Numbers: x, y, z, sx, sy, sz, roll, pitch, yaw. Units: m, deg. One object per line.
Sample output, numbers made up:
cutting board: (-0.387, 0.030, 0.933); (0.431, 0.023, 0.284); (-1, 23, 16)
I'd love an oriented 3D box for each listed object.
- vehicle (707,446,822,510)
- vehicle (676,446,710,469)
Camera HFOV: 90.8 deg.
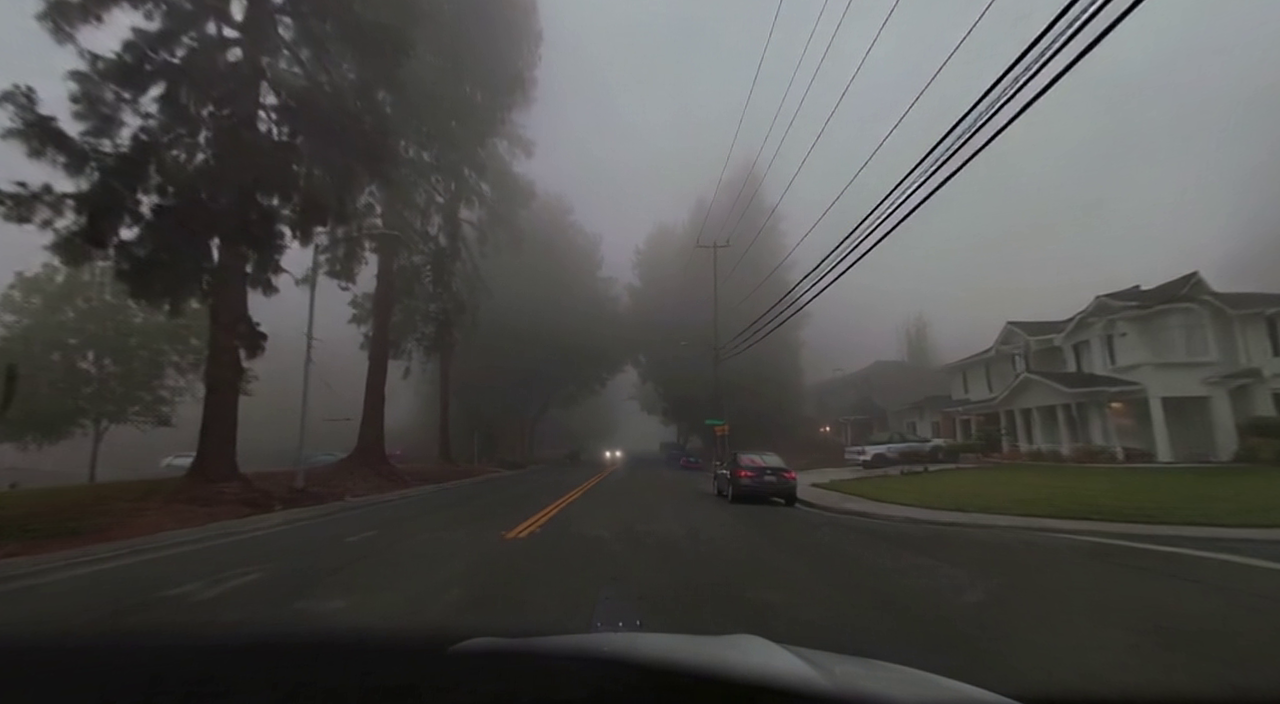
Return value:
vehicle: (3.101, 3.235, 16.829); (1.990, 1.435, 4.526); (0, -8, -2)
vehicle: (3.600, 7.310, 43.889); (1.915, 1.491, 4.642); (0, -8, 0)
